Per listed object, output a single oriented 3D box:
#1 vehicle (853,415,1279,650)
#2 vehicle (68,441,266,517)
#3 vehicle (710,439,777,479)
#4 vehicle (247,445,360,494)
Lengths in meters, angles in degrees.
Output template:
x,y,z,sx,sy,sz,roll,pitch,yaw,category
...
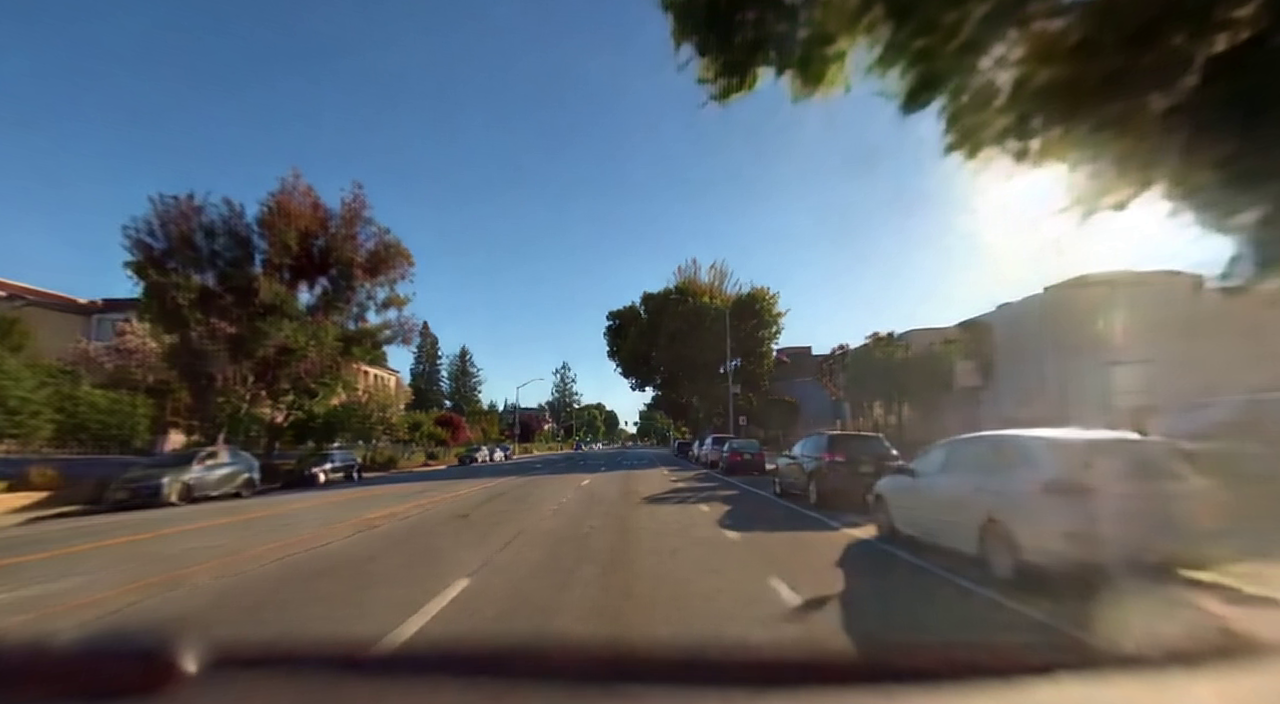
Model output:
x,y,z,sx,sy,sz,roll,pitch,yaw,category
4.156,1.536,6.730,1.975,1.531,5.012,0,-8,-1,vehicle
-13.613,3.617,18.728,2.220,1.747,4.980,-3,-7,-2,vehicle
4.087,4.260,25.590,1.845,1.443,4.531,0,-8,-1,vehicle
-13.861,4.826,26.422,2.239,1.645,4.700,-2,-7,-1,vehicle
